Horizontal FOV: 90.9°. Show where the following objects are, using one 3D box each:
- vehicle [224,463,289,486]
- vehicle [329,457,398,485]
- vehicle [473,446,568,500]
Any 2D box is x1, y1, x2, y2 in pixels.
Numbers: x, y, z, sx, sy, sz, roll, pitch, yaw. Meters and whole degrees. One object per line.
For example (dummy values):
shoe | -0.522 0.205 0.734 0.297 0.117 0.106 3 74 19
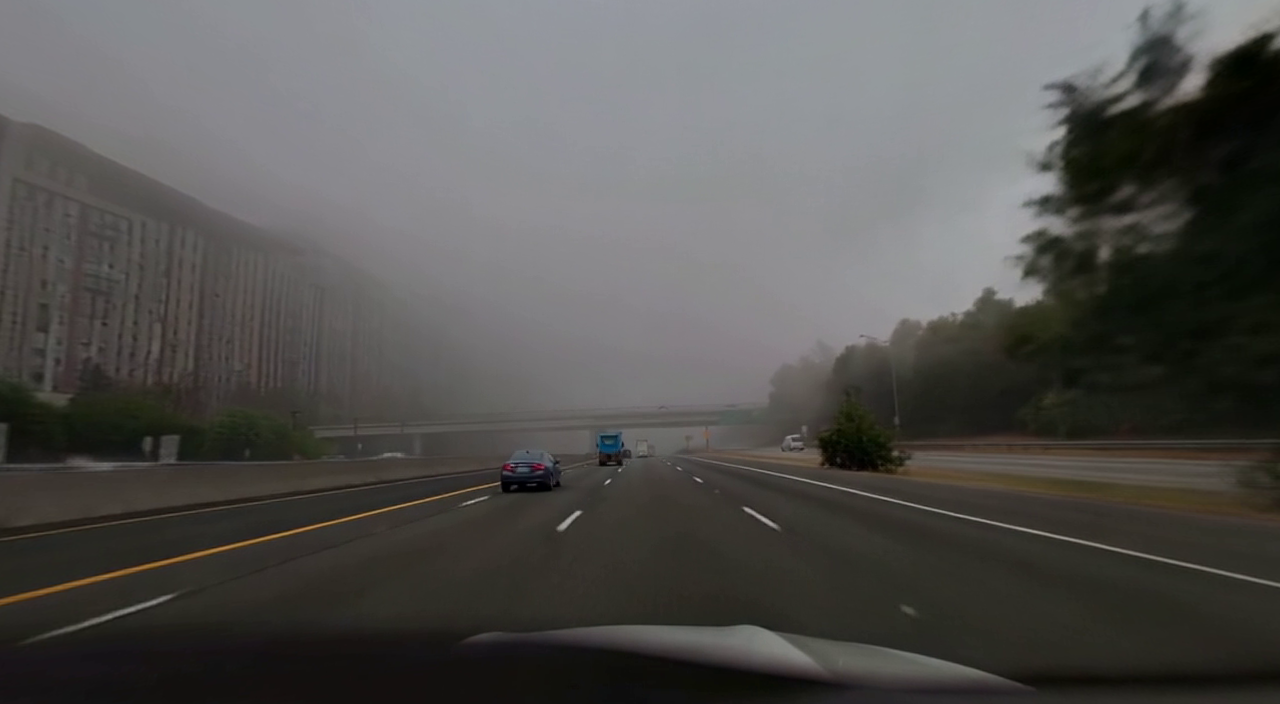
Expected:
vehicle | -27.917 8.900 46.096 1.807 1.465 4.595 0 -9 1
vehicle | -15.868 6.830 36.490 1.874 1.450 4.686 0 -9 0
vehicle | -3.596 3.731 19.824 2.039 1.478 4.483 0 -9 1
